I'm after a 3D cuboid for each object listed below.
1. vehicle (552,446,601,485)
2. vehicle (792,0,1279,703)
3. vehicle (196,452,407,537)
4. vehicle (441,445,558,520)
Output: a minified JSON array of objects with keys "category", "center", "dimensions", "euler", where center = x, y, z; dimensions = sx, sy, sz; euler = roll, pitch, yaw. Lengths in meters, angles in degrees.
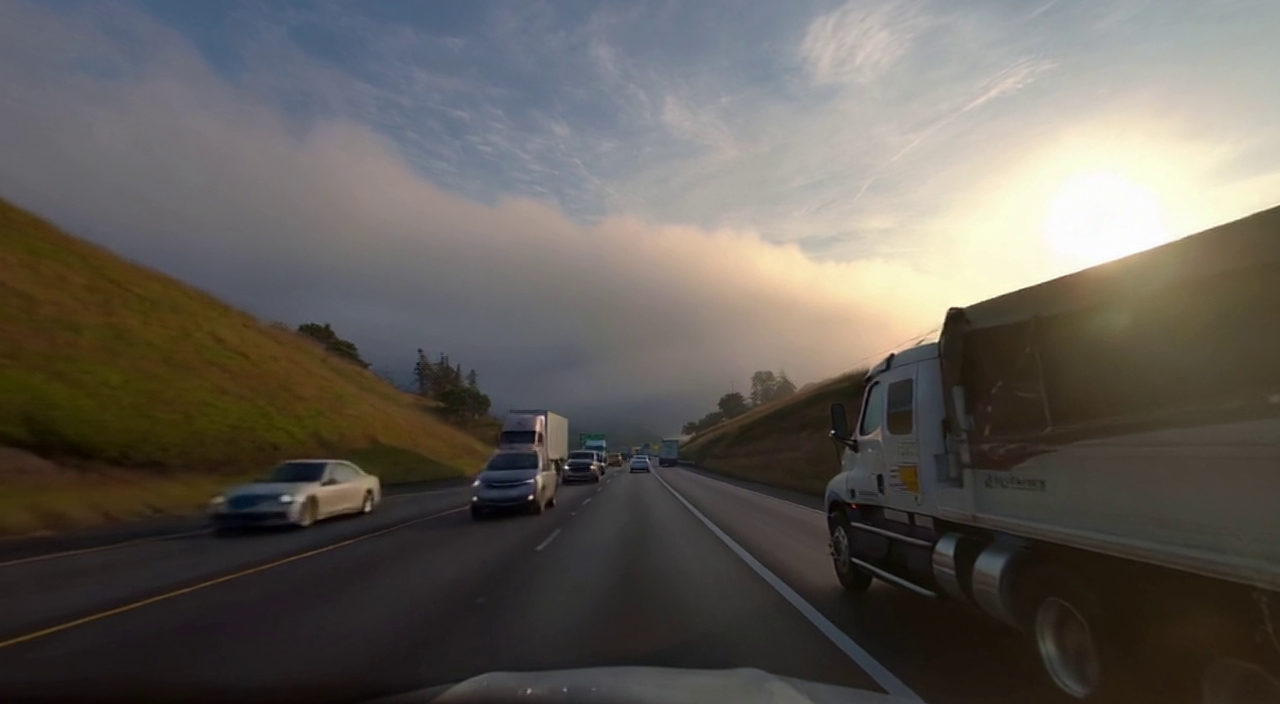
[{"category":"vehicle","center":[-3.172,5.773,32.416],"dimensions":[2.088,1.860,4.164],"euler":[0,-9,0]},{"category":"vehicle","center":[3.222,0.134,3.939],"dimensions":[2.959,3.973,5.928],"euler":[0,-9,0]},{"category":"vehicle","center":[-6.670,2.815,13.159],"dimensions":[1.911,1.422,4.515],"euler":[0,-9,0]},{"category":"vehicle","center":[-3.275,3.107,15.513],"dimensions":[2.005,1.598,3.684],"euler":[0,-9,0]}]
